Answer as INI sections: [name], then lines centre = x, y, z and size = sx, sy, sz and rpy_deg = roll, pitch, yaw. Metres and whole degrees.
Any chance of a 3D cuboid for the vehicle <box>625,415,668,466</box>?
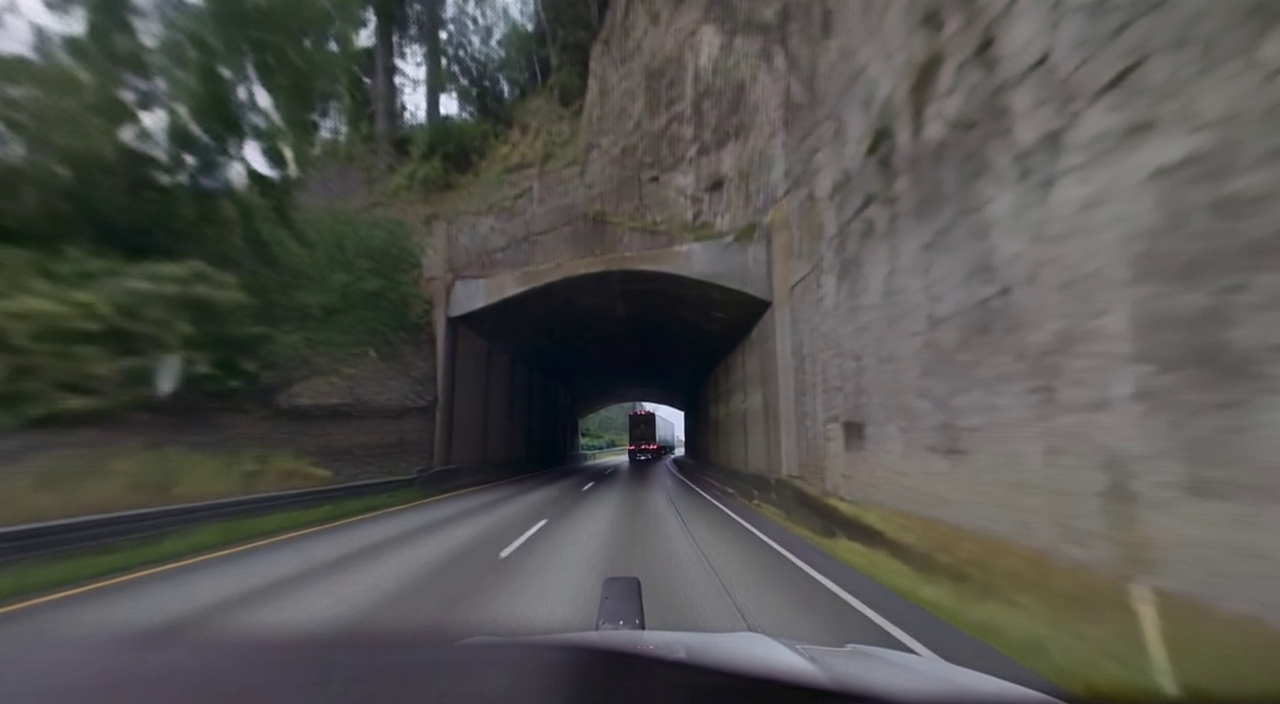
[vehicle]
centre = 0.612, 7.035, 49.535
size = 2.915, 3.468, 11.233
rpy_deg = -1, -9, 2
